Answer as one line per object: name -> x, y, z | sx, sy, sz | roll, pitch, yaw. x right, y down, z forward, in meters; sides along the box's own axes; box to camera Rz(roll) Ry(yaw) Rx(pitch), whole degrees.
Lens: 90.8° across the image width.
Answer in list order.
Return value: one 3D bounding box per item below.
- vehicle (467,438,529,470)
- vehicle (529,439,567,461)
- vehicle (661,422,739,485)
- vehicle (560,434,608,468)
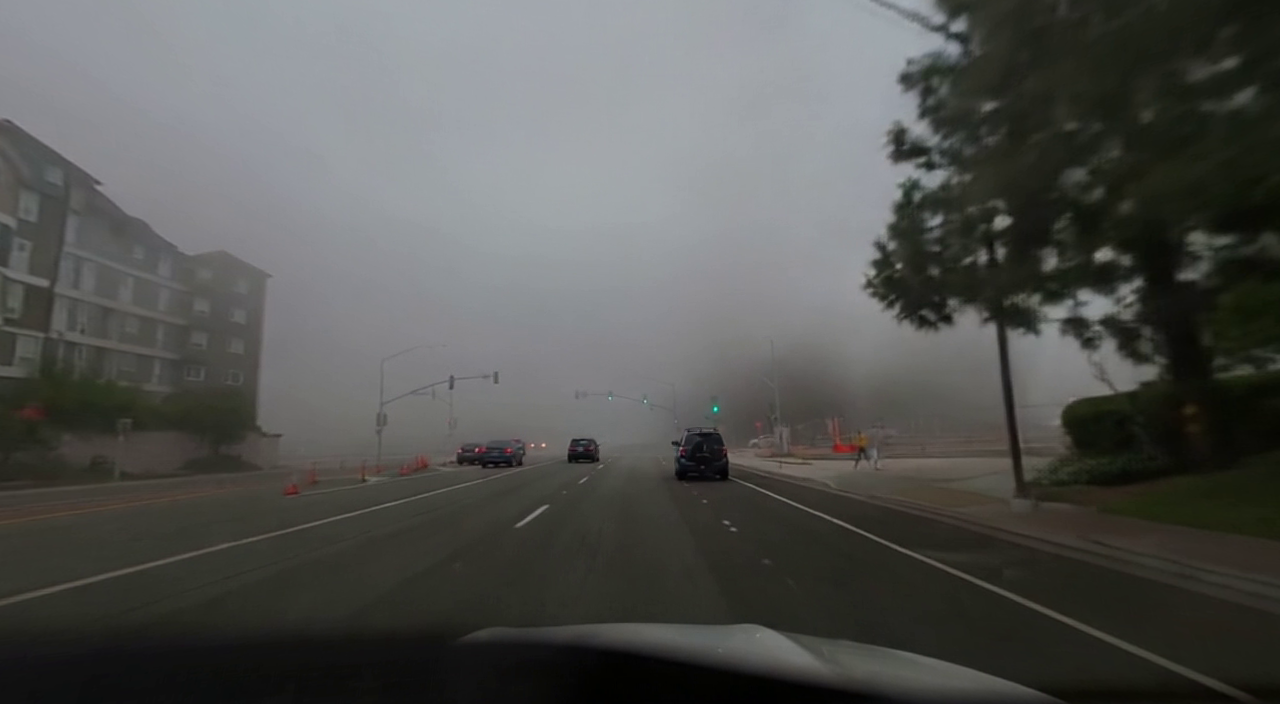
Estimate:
vehicle -> -7.038, 5.104, 31.760 | 1.928, 1.488, 4.635 | 0, -8, 2
vehicle -> -6.511, 6.970, 45.142 | 1.993, 1.492, 3.666 | 0, -8, 2
vehicle -> 1.848, 3.324, 20.853 | 2.197, 1.835, 4.316 | 0, -8, 1
vehicle -> -2.904, 5.248, 33.609 | 2.121, 1.654, 3.993 | 0, -8, 1
